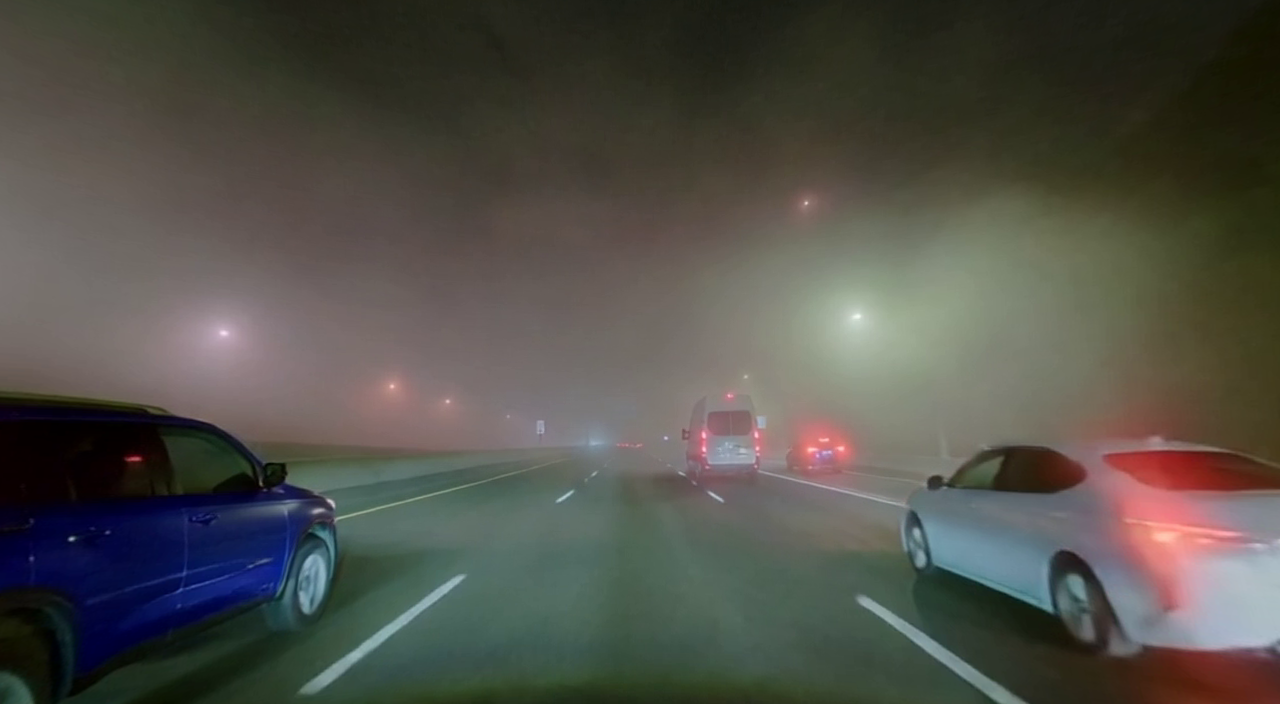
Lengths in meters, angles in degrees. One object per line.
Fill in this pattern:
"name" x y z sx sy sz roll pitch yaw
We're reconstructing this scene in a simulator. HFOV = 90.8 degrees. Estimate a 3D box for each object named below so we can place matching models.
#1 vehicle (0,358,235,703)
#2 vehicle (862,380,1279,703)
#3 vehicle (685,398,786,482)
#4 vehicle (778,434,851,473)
"vehicle" -3.861 0.778 2.274 2.000 1.646 4.201 0 -8 0
"vehicle" 3.597 1.171 4.532 2.108 1.509 5.059 0 -8 -1
"vehicle" 3.323 3.330 23.797 2.629 2.718 6.740 0 -8 -1
"vehicle" 7.726 4.554 28.479 1.978 1.621 4.320 0 -8 -1
